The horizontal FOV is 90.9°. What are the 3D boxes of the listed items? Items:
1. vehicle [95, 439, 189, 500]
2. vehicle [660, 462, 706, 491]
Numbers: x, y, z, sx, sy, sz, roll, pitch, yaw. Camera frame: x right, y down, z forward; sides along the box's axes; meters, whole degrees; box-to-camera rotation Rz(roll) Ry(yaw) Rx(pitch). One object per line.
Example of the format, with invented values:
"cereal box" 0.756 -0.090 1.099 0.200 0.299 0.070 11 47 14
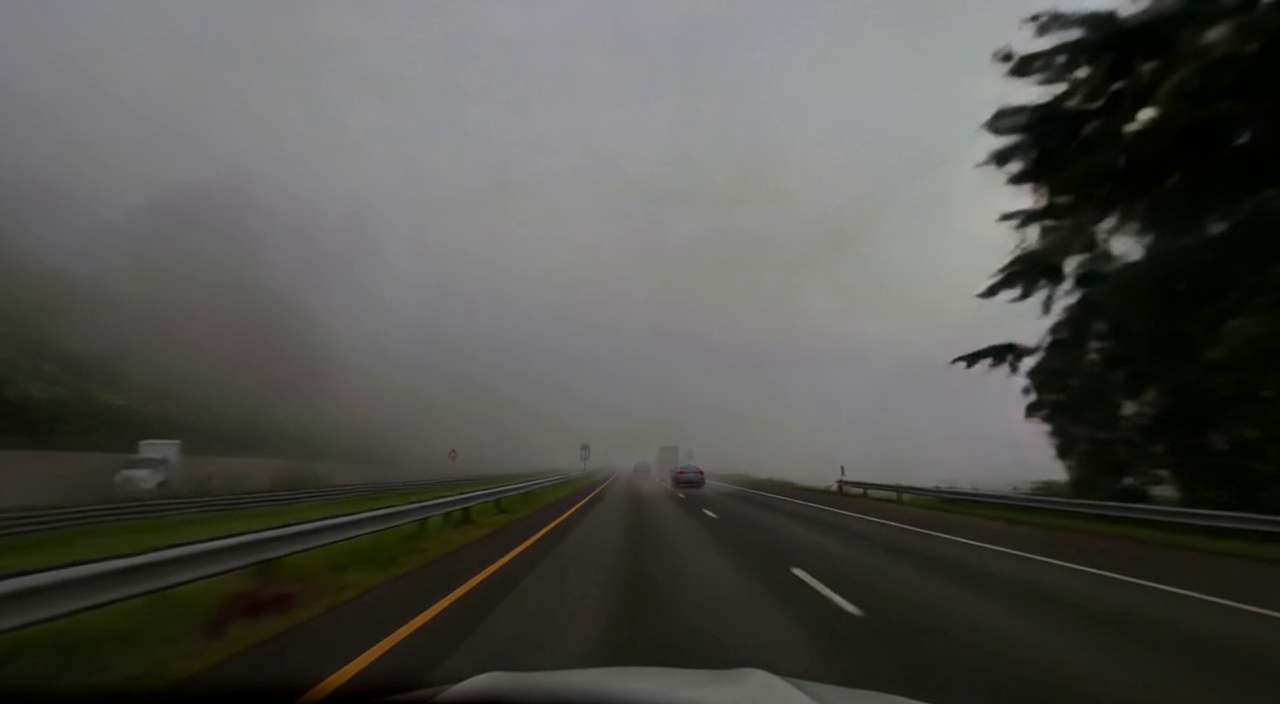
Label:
"vehicle" -35.781 8.497 45.589 2.981 4.038 5.981 4 -11 -17
"vehicle" 2.272 6.702 34.064 1.976 1.467 3.783 1 -10 -3
